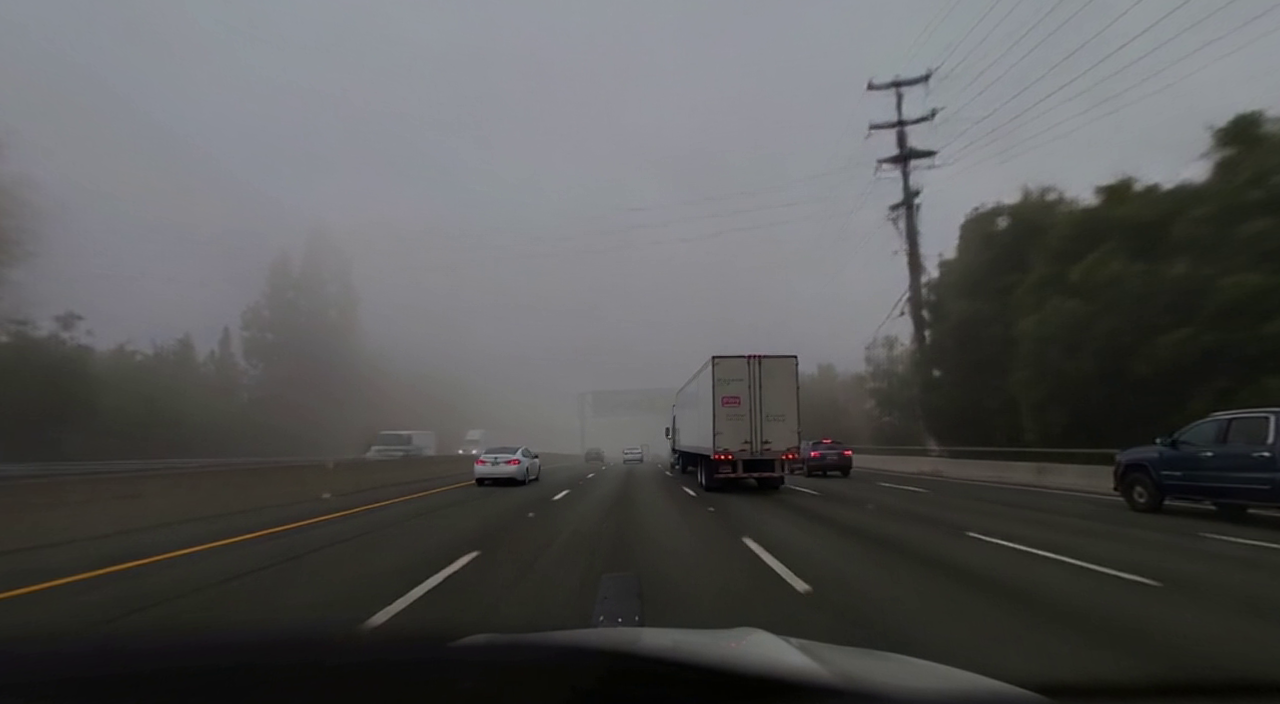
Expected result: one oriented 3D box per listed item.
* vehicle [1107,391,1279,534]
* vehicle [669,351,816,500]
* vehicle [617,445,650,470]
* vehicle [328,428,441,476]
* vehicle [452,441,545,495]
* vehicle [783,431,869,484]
[{"bbox_3d":[10.861,1.711,9.814,2.420,2.141,5.994,0,-8,-2],"label":"vehicle"},{"bbox_3d":[3.170,3.180,25.452,2.907,4.109,16.177,0,-8,-1],"label":"vehicle"},{"bbox_3d":[-0.408,6.866,41.185,2.047,1.485,3.938,0,-8,0],"label":"vehicle"},{"bbox_3d":[-11.146,4.420,28.146,2.558,1.904,6.041,0,-8,0],"label":"vehicle"},{"bbox_3d":[-4.279,3.545,19.642,1.968,1.507,3.829,0,-8,1],"label":"vehicle"},{"bbox_3d":[7.506,4.294,25.954,2.079,1.938,4.630,0,-8,0],"label":"vehicle"}]
